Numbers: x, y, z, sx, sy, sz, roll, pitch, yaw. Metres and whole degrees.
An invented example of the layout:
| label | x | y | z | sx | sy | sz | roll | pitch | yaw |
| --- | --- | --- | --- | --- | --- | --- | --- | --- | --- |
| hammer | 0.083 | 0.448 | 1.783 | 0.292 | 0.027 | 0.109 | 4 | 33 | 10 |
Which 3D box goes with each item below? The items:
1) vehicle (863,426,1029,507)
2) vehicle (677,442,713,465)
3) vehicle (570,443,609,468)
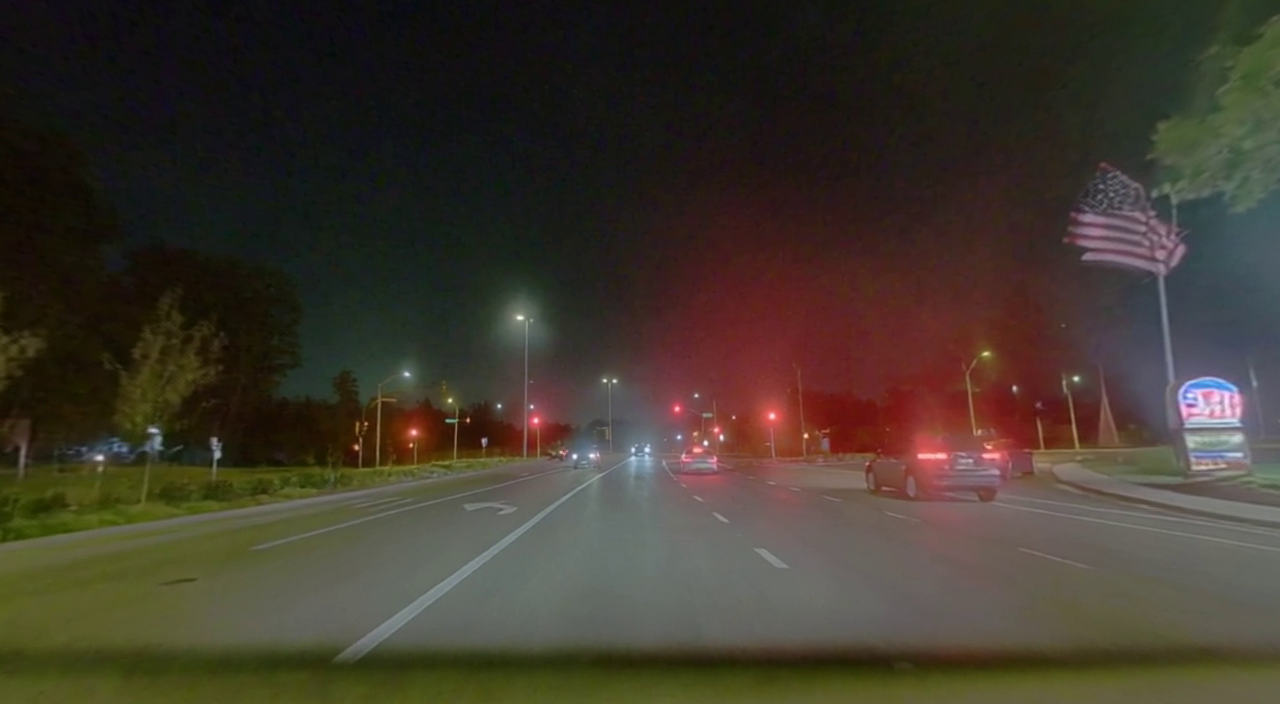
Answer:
| label | x | y | z | sx | sy | sz | roll | pitch | yaw |
| --- | --- | --- | --- | --- | --- | --- | --- | --- | --- |
| vehicle | 7.101 | 2.687 | 15.248 | 1.950 | 1.668 | 4.053 | 0 | -8 | 0 |
| vehicle | 3.652 | 6.858 | 42.894 | 2.029 | 1.442 | 4.054 | 0 | -8 | -1 |
| vehicle | -3.065 | 6.386 | 39.318 | 2.049 | 1.449 | 4.213 | 0 | -8 | 1 |
